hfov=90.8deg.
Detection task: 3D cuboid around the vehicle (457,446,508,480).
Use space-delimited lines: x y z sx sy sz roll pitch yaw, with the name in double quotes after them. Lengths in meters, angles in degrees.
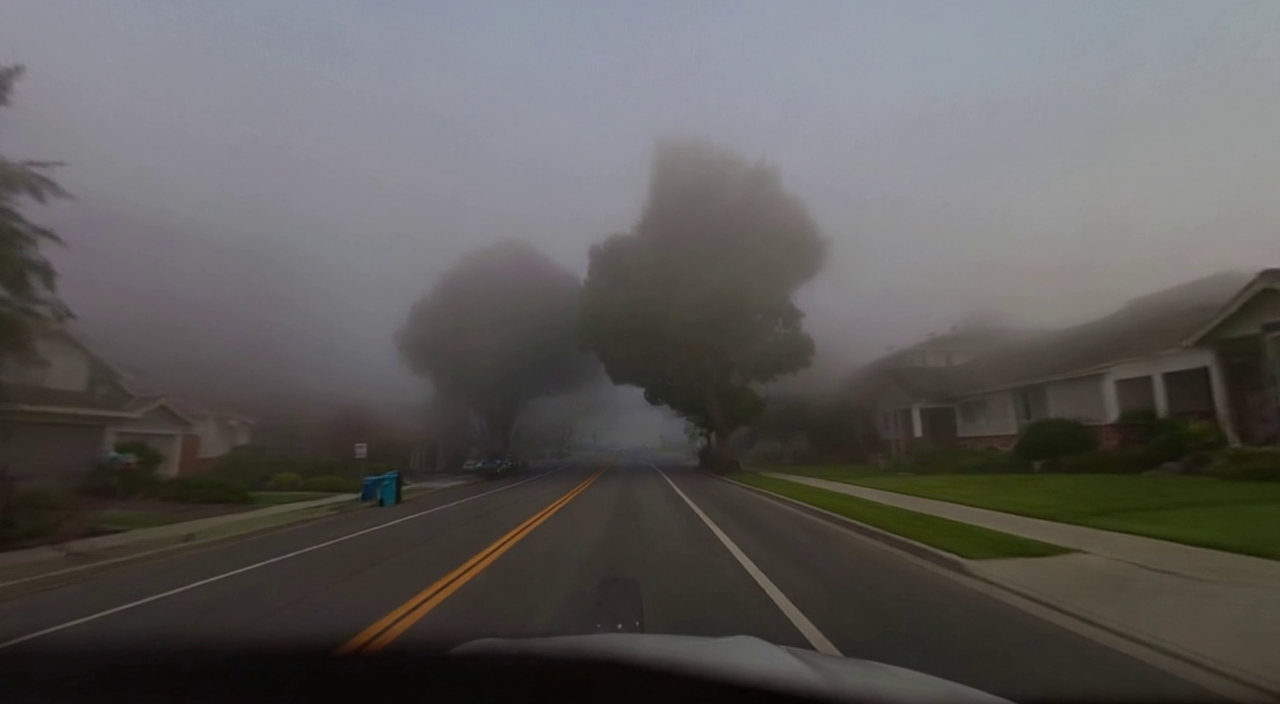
-9.474 6.654 38.224 1.998 1.689 4.384 -4 -7 -2 "vehicle"
